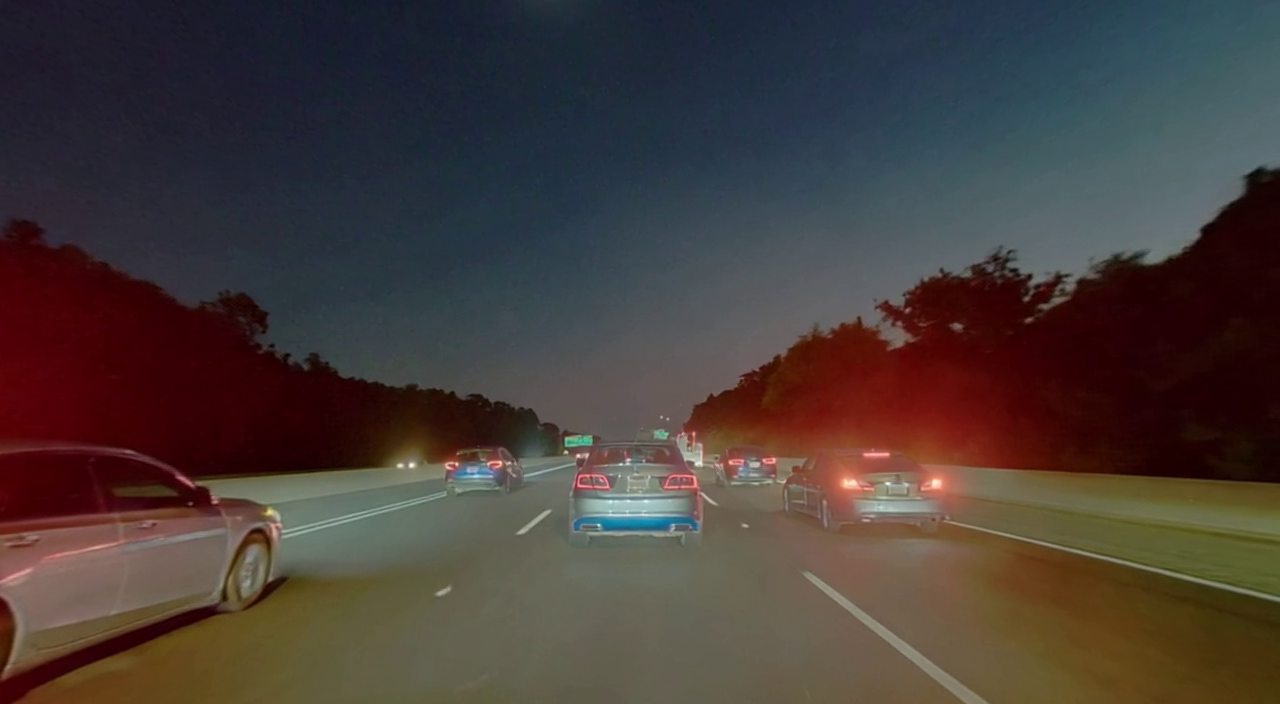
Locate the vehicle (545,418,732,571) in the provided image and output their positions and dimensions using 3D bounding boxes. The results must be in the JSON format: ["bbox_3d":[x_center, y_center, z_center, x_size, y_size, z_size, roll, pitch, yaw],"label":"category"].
[{"bbox_3d":[-0.070,1.903,9.059,2.093,1.695,3.782,0,-9,-2],"label":"vehicle"}]

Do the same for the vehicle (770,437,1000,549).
[{"bbox_3d":[3.663,2.193,10.507,1.953,1.434,4.511,0,-9,-1],"label":"vehicle"}]

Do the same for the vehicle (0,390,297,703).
[{"bbox_3d":[-4.501,1.150,4.011,2.173,1.660,4.373,0,-9,0],"label":"vehicle"}]

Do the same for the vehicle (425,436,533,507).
[{"bbox_3d":[-4.258,3.221,17.337,1.890,1.708,3.844,0,-9,1],"label":"vehicle"}]
